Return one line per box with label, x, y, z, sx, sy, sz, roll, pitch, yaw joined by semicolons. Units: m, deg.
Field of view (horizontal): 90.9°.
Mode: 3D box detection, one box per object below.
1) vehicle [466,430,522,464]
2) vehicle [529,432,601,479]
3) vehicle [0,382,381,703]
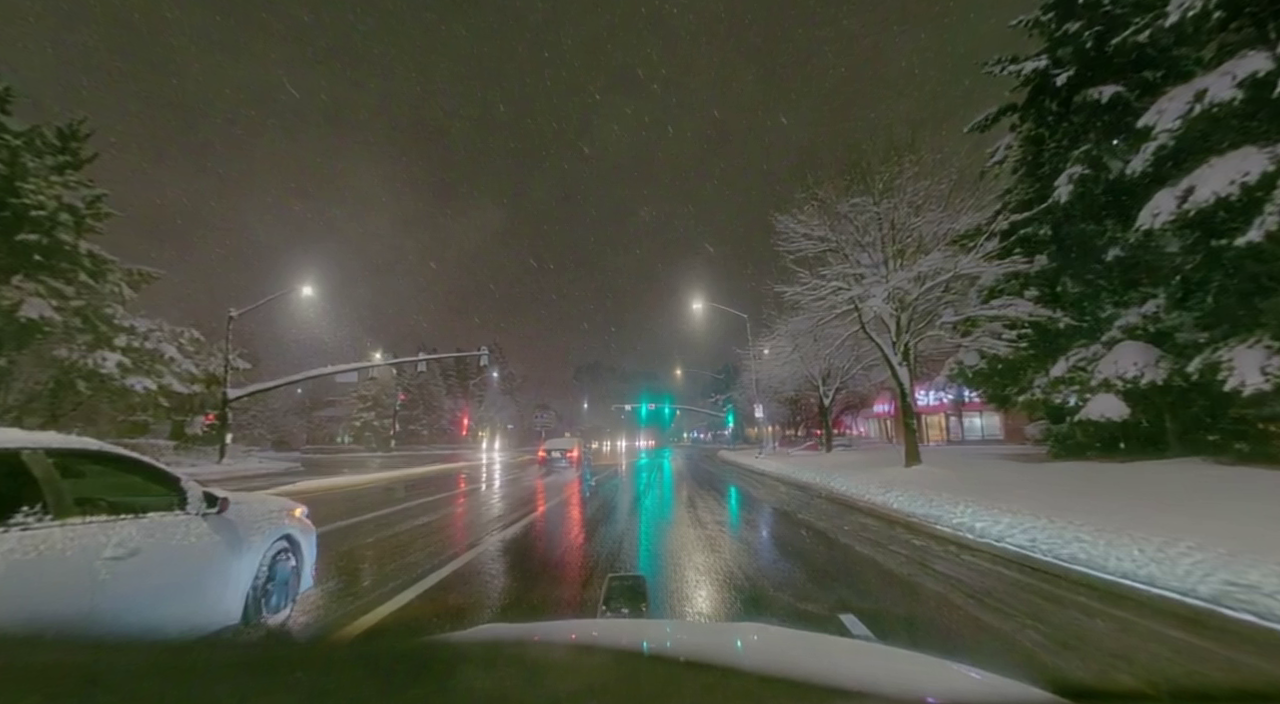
vehicle;-8.785;5.776;38.370;2.030;1.906;4.661;-1;-8;3
vehicle;-2.877;4.108;25.293;2.109;1.692;4.220;-1;-8;4
vehicle;-3.206;0.984;3.058;2.018;1.477;4.401;0;-8;0
